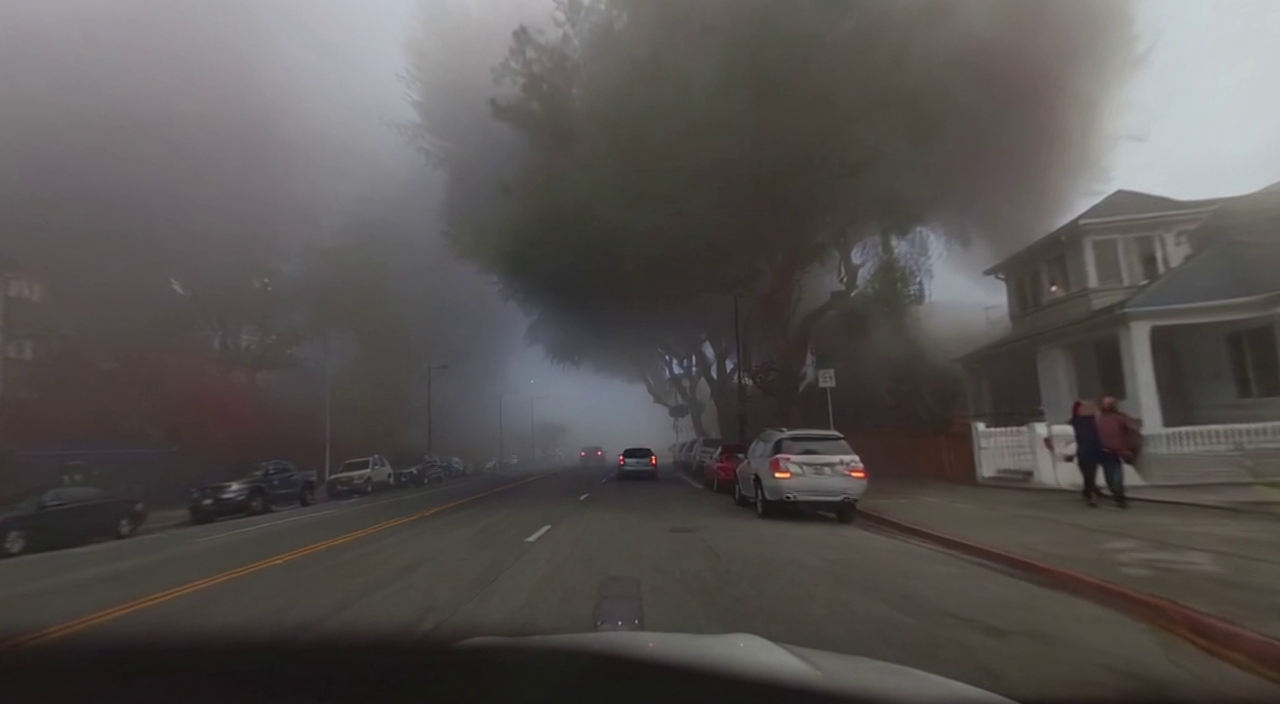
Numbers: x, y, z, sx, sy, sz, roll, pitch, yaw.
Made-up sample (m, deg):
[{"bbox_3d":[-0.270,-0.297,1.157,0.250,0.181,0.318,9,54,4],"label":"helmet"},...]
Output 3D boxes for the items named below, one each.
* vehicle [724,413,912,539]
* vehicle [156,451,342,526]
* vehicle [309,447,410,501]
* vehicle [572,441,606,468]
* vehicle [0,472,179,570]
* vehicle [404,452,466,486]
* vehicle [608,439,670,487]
[{"bbox_3d":[2.745,2.042,10.939,1.969,1.725,4.387,0,-8,0],"label":"vehicle"},{"bbox_3d":[-12.062,4.178,20.149,2.109,1.941,6.025,0,-8,0],"label":"vehicle"},{"bbox_3d":[-12.192,5.278,27.819,2.210,2.148,4.849,0,-8,0],"label":"vehicle"},{"bbox_3d":[-3.532,7.155,44.115,1.983,1.841,4.013,0,-8,0],"label":"vehicle"},{"bbox_3d":[-11.903,3.265,12.652,1.913,1.475,4.372,0,-8,0],"label":"vehicle"},{"bbox_3d":[-12.120,6.931,37.516,2.026,1.791,4.909,0,-8,0],"label":"vehicle"},{"bbox_3d":[-0.040,3.886,22.384,1.998,1.518,4.015,0,-8,0],"label":"vehicle"}]
